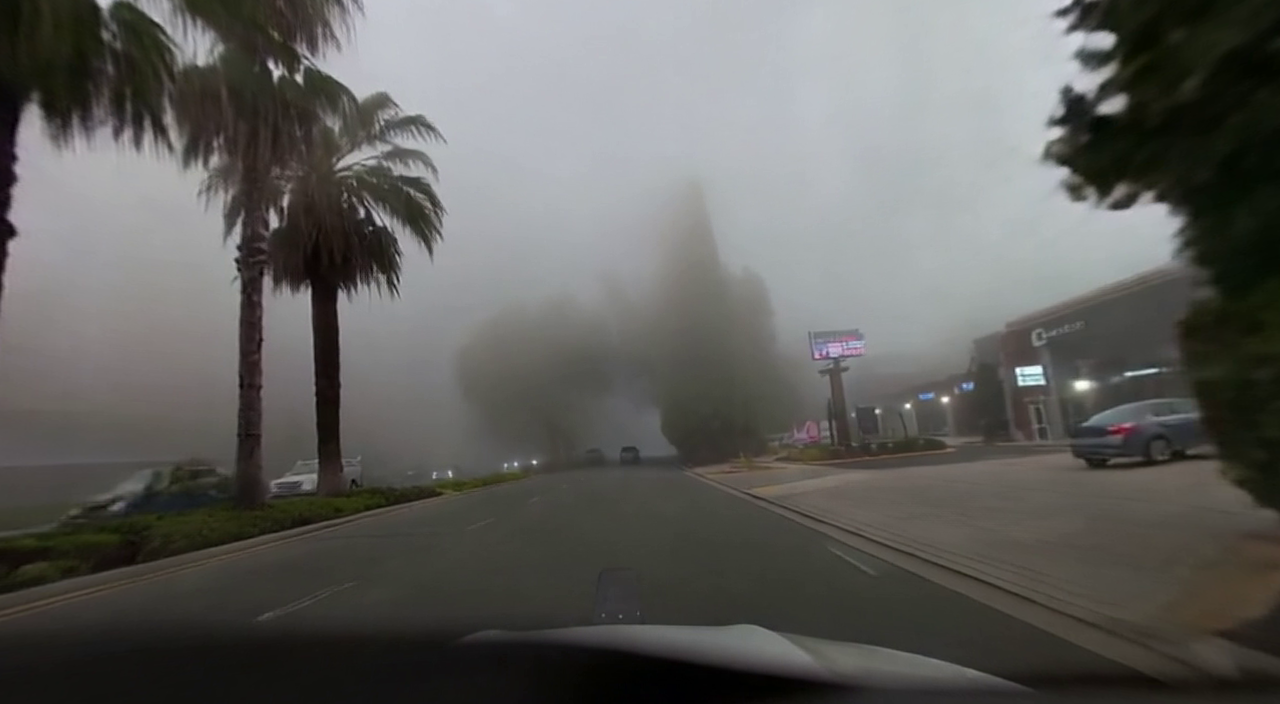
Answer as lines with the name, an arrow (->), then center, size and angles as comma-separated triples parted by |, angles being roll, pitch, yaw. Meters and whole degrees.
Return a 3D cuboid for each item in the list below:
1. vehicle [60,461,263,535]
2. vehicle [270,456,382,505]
vehicle -> -13.055, 3.969, 17.736 | 2.199, 1.696, 4.440 | 0, -9, 0
vehicle -> -13.220, 5.420, 27.034 | 2.306, 1.807, 4.927 | 0, -9, -1
